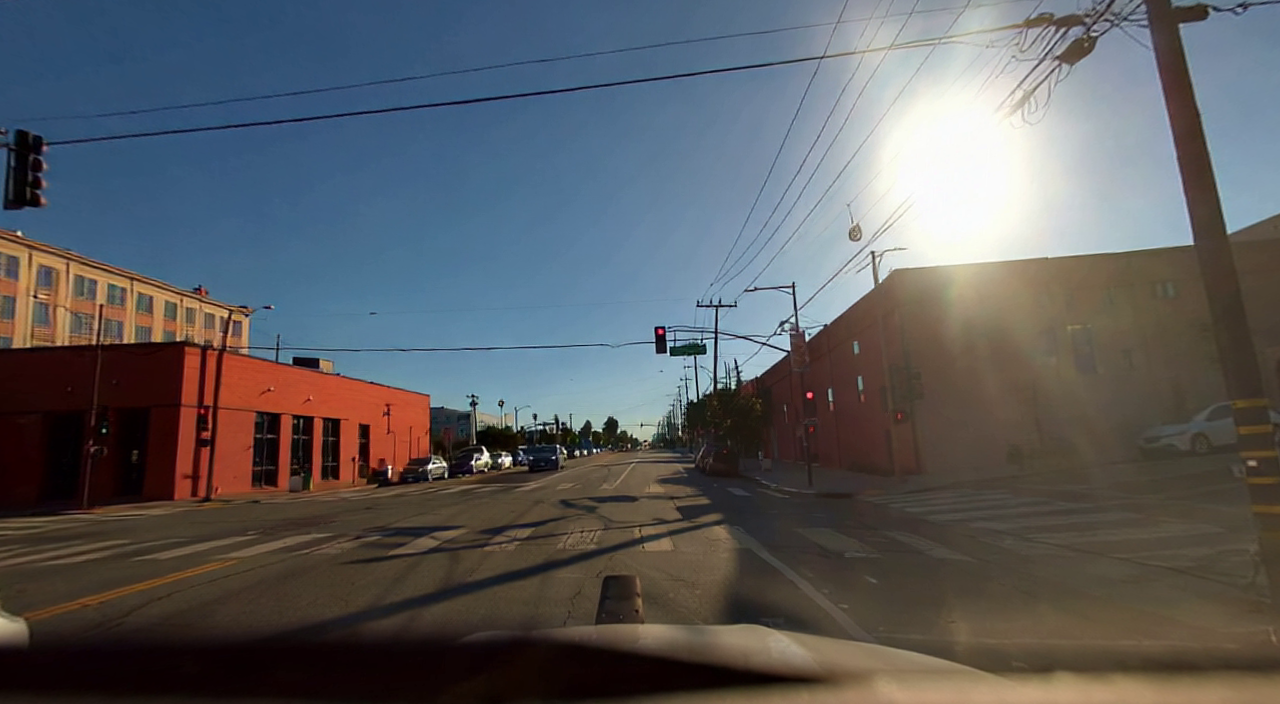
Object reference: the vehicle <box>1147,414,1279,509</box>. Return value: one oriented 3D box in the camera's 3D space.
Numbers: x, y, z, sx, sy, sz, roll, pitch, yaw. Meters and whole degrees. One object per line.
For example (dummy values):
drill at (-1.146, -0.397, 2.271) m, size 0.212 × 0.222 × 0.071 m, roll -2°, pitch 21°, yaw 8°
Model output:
vehicle at (12.781, 2.197, 12.775) m, size 3.234 × 1.746 × 1.941 m, roll 0°, pitch -9°, yaw 1°

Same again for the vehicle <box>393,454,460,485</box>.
vehicle at (-12.031, 6.618, 35.808) m, size 1.943 × 1.574 × 4.727 m, roll 0°, pitch -9°, yaw 3°

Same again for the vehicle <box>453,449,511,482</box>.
vehicle at (-8.723, 6.296, 35.140) m, size 2.020 × 1.672 × 3.842 m, roll 0°, pitch -9°, yaw 3°
